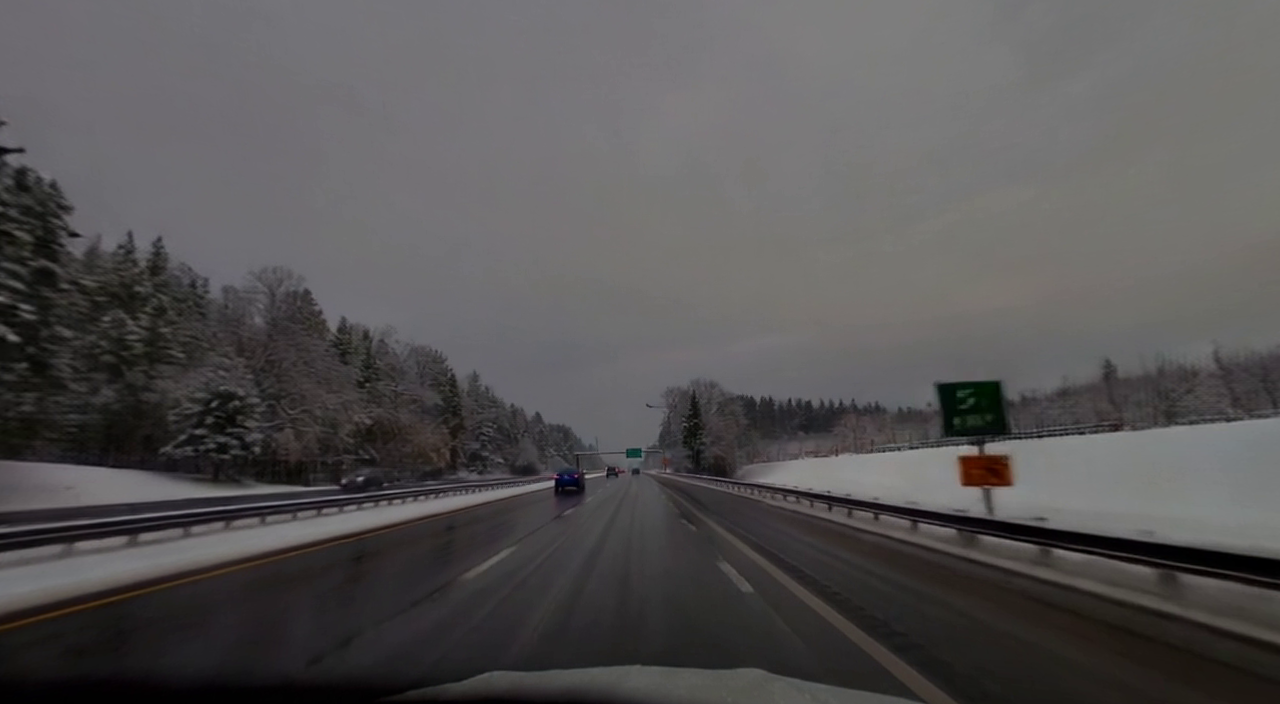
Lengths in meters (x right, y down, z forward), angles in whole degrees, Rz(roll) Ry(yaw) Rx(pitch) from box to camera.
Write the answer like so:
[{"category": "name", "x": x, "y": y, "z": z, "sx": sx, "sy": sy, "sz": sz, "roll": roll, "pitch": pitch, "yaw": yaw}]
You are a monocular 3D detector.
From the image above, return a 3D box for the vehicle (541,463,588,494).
[{"category": "vehicle", "x": -3.974, "y": 6.779, "z": 33.815, "sx": 1.954, "sy": 1.509, "sz": 4.094, "roll": 0, "pitch": -11, "yaw": 1}]

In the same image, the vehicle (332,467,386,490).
[{"category": "vehicle", "x": -20.949, "y": 9.464, "z": 47.153, "sx": 1.889, "sy": 1.591, "sz": 4.871, "roll": 1, "pitch": -11, "yaw": -1}]
